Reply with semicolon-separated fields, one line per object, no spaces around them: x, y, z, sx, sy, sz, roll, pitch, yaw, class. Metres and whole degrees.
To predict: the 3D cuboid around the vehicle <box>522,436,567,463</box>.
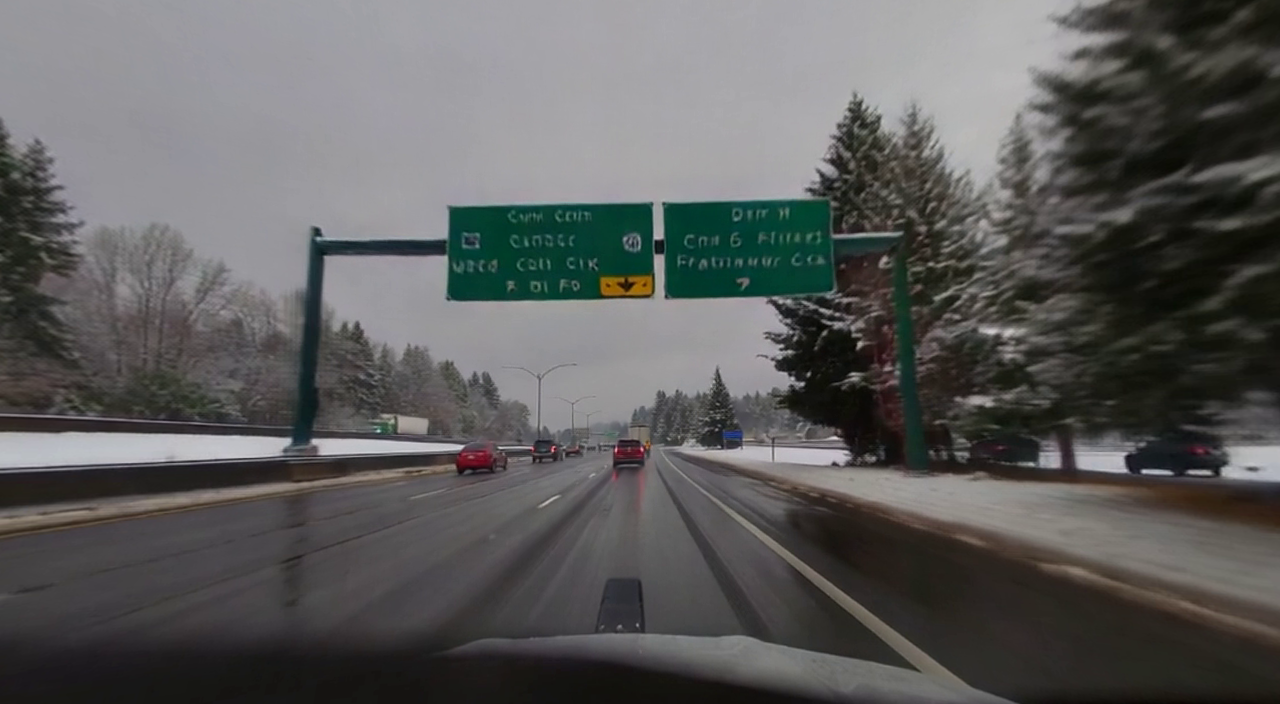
-7.186;7.418;48.134;2.328;1.927;5.880;0;-9;2;vehicle

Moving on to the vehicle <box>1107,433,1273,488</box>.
18.567;3.674;21.611;2.019;1.657;4.582;-1;-9;8;vehicle

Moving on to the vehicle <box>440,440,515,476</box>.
-7.318;4.821;28.883;2.074;1.495;4.643;0;-9;1;vehicle

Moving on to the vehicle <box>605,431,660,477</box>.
-0.309;4.527;28.162;2.245;1.863;4.801;0;-9;0;vehicle

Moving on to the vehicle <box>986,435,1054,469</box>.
22.371;5.893;37.285;2.242;1.835;4.667;-3;-9;17;vehicle
